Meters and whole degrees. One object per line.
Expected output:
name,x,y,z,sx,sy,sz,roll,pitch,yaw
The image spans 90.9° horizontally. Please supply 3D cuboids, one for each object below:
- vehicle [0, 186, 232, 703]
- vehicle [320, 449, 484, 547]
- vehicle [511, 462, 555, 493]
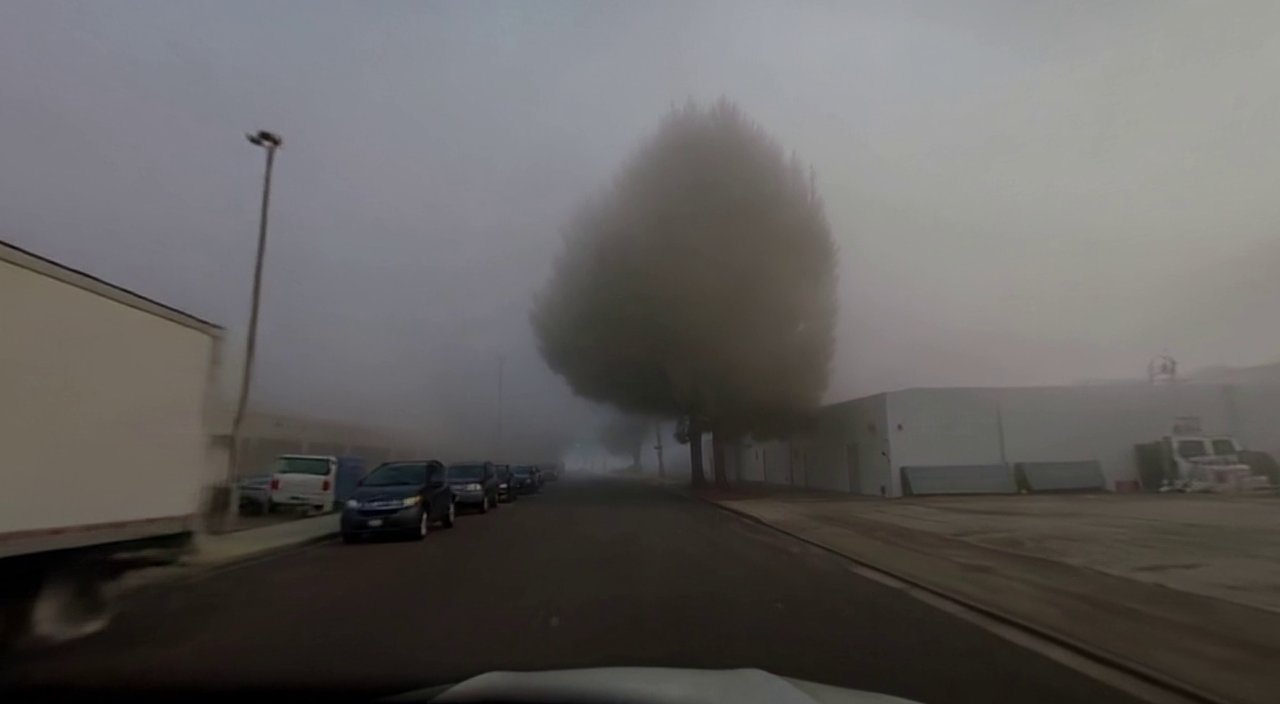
vehicle,-4.246,0.357,2.081,2.242,2.726,5.581,1,-11,-4
vehicle,-4.723,2.911,13.286,1.886,1.640,4.311,2,-9,-3
vehicle,-5.957,7.043,35.516,1.882,1.606,4.191,1,-11,-2
